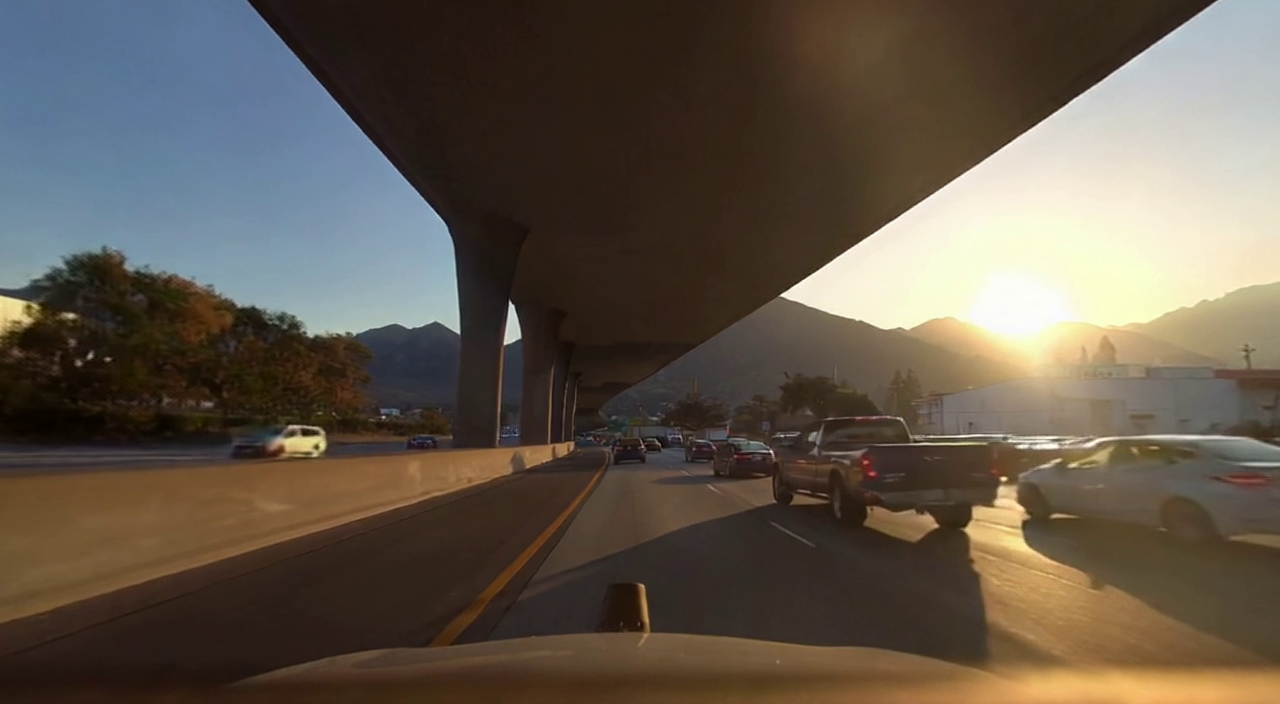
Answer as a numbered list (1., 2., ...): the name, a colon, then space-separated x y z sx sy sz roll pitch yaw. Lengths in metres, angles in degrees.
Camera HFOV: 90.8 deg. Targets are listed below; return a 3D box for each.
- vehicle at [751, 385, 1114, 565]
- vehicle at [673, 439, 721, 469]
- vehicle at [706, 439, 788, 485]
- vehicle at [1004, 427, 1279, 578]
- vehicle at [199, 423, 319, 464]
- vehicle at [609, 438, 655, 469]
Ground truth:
1. vehicle: 4.000 1.927 10.857 2.747 2.061 7.011 0 -8 -1
2. vehicle: 3.132 5.740 35.750 2.057 1.517 4.538 0 -8 -3
3. vehicle: 3.652 3.862 22.564 1.923 1.462 4.895 0 -8 -2
4. vehicle: 7.360 1.834 8.593 1.960 1.496 4.705 0 -8 -1
5. vehicle: -15.265 3.724 25.706 1.974 1.493 4.796 0 -8 -1
6. vehicle: -0.456 5.396 33.680 2.266 1.549 3.978 0 -8 -2
